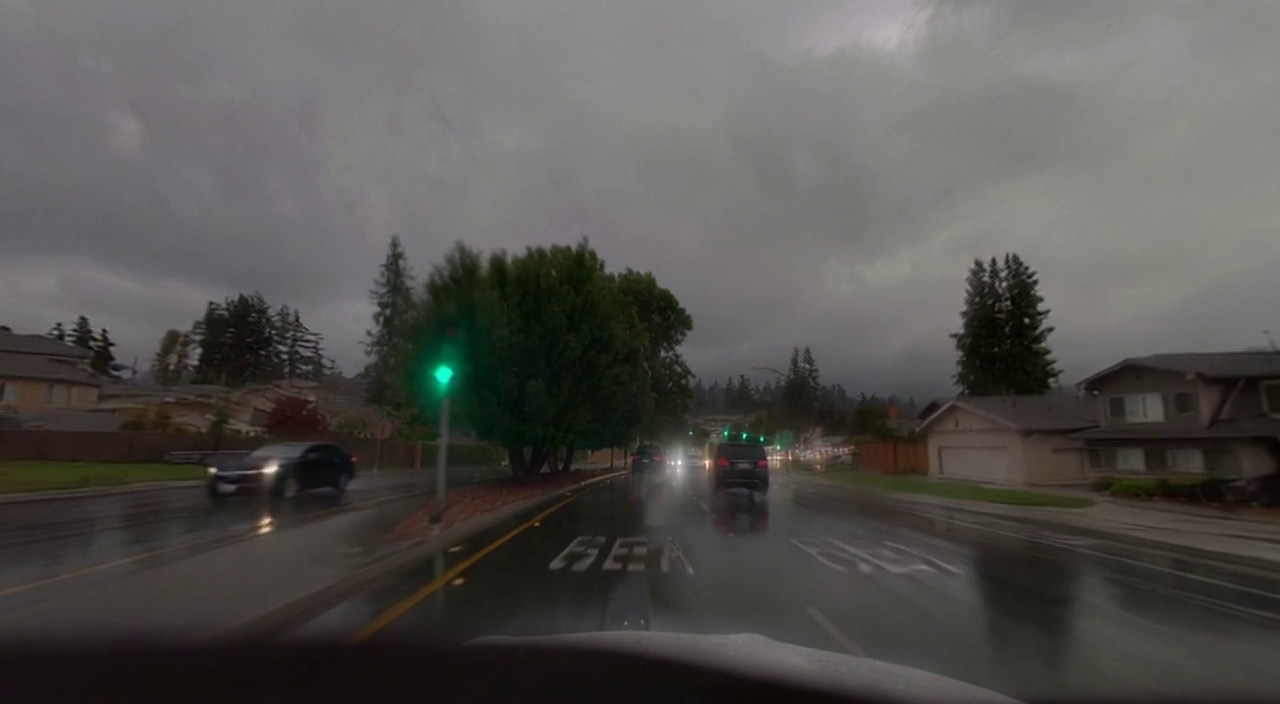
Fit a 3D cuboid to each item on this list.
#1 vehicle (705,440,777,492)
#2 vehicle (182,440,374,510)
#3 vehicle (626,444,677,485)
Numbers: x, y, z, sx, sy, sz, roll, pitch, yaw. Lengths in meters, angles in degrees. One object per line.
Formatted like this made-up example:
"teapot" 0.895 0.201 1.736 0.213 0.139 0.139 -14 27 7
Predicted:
"vehicle" 3.769 4.343 24.393 2.166 1.799 4.372 -1 -9 1
"vehicle" -8.964 3.059 16.234 1.991 1.503 4.688 -1 -9 3
"vehicle" 0.631 5.426 30.639 2.185 1.822 4.391 -1 -9 5
